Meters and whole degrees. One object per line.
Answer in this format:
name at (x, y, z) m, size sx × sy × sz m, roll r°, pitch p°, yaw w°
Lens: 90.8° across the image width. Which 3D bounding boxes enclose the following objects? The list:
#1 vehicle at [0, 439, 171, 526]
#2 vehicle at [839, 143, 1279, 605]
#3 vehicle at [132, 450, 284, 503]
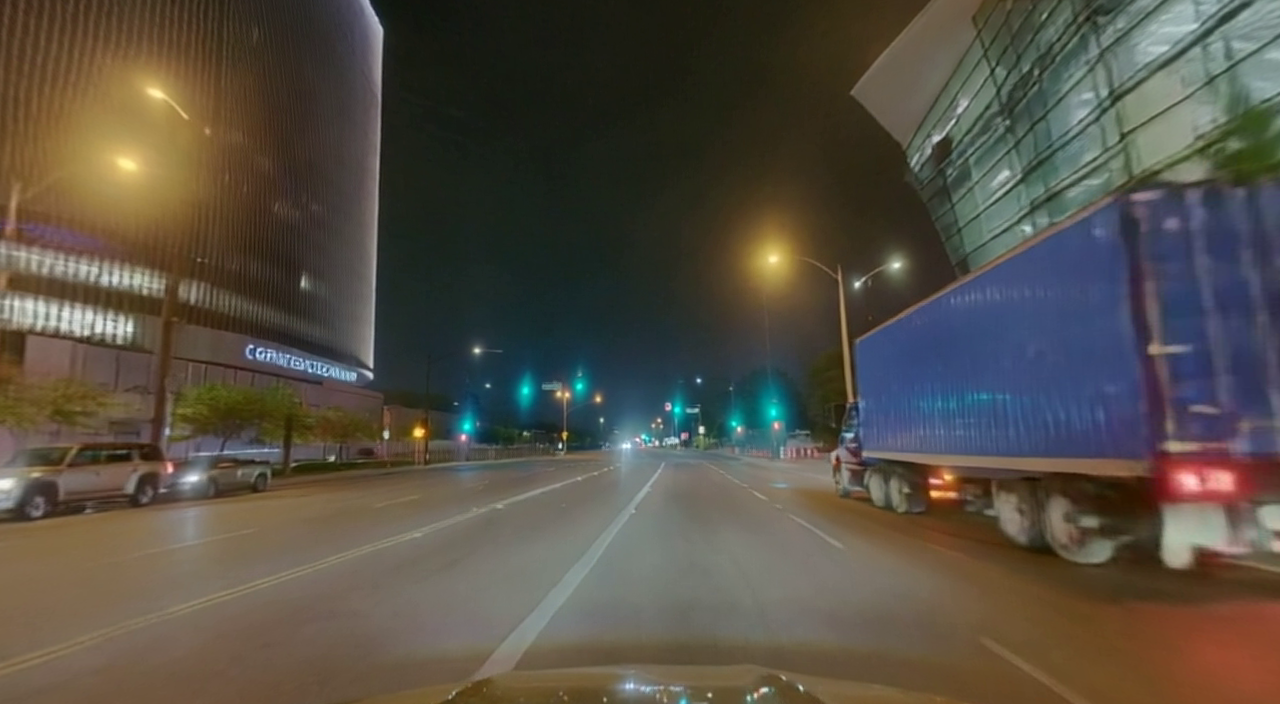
vehicle at (-15.652, 3.387, 17.119) m, size 1.937 × 1.984 × 4.928 m, roll 0°, pitch -8°, yaw 2°
vehicle at (6.247, 0.800, 10.136) m, size 3.176 × 3.913 × 9.805 m, roll 0°, pitch -8°, yaw 2°
vehicle at (-15.431, 4.432, 22.973) m, size 1.925 × 1.665 × 4.893 m, roll 0°, pitch -8°, yaw 2°
